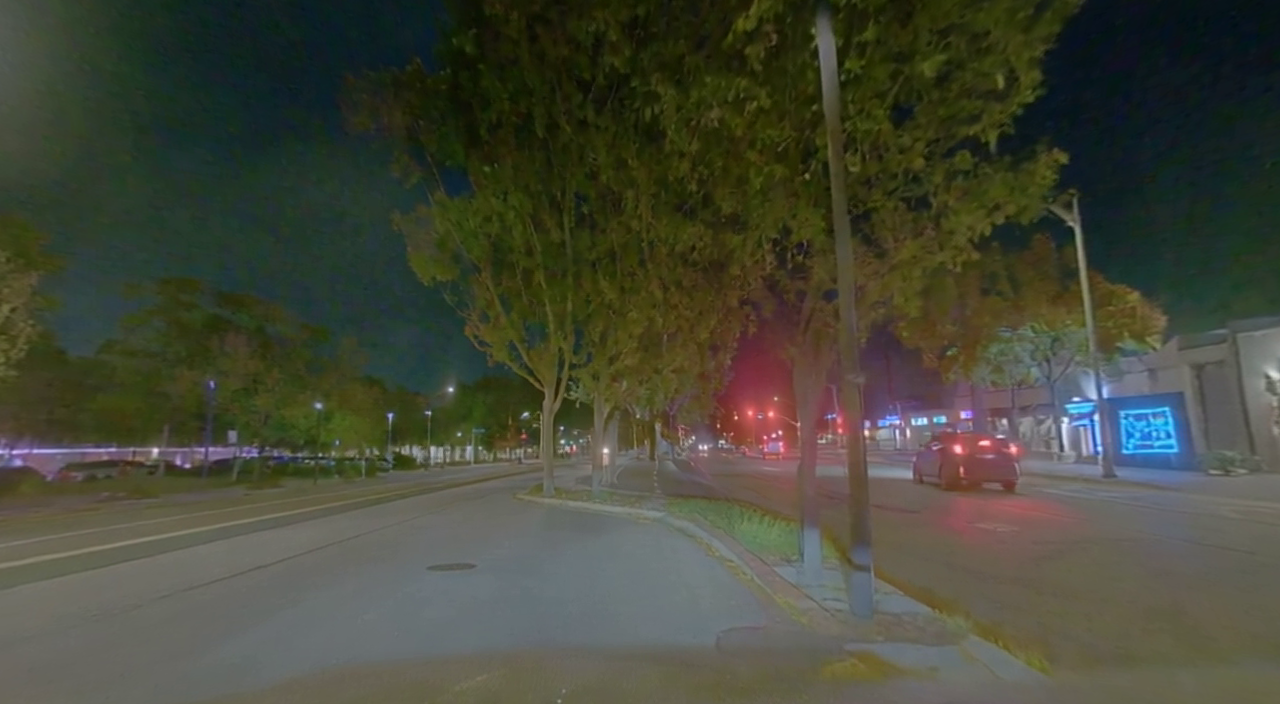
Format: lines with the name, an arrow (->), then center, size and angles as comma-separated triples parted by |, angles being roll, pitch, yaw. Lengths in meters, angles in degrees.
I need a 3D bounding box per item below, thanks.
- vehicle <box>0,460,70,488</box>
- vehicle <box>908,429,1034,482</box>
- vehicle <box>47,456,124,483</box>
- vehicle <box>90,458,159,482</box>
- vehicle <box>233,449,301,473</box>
vehicle -> -35.597, 7.120, 37.076 | 4.157, 1.458, 2.130 | -6, -10, 34
vehicle -> 11.503, 3.639, 22.381 | 2.100, 1.638, 4.545 | -1, -9, 2
vehicle -> -34.503, 7.260, 39.251 | 5.124, 1.541, 2.121 | -6, -10, 32
vehicle -> -35.155, 8.002, 43.060 | 4.416, 1.541, 2.102 | -5, -10, 30
vehicle -> -28.906, 8.403, 48.883 | 5.483, 1.719, 2.112 | -5, -10, 31
